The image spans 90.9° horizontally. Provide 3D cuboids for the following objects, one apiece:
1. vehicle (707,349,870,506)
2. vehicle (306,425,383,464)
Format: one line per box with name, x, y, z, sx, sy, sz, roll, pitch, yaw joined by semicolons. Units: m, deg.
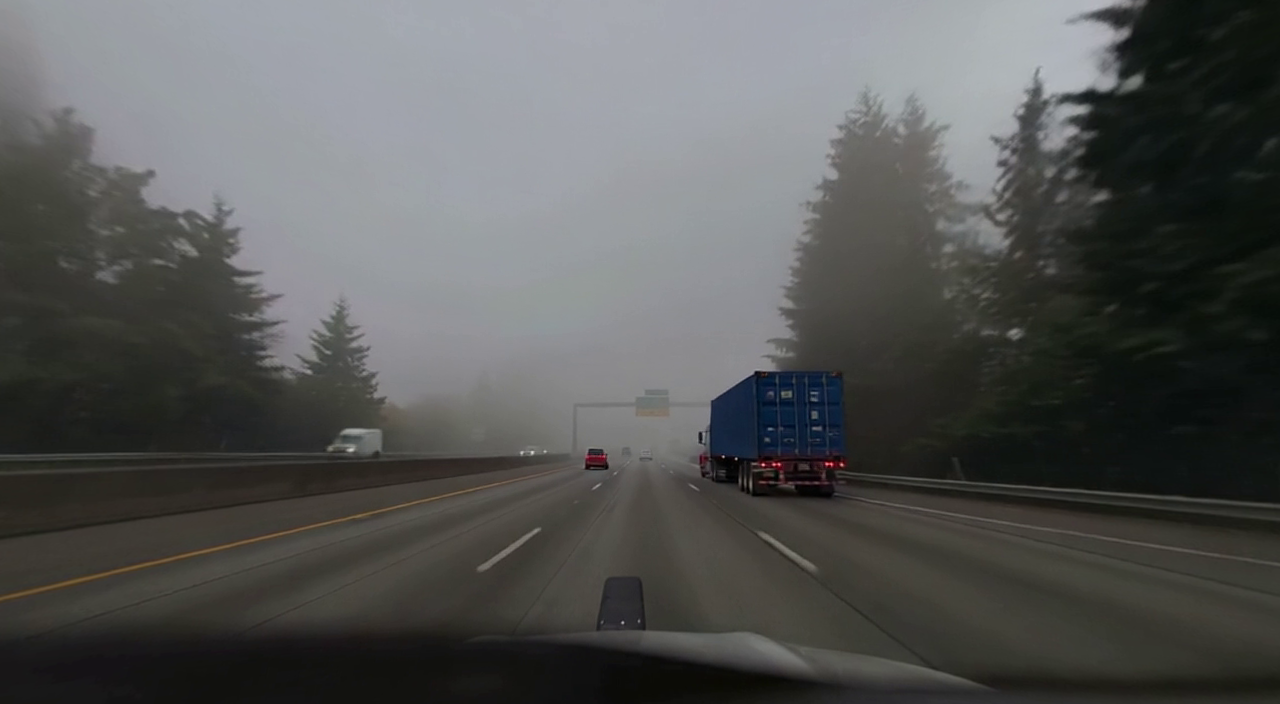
vehicle;4.487;2.935;22.757;2.821;4.046;12.876;0;-9;0
vehicle;-20.146;6.417;43.368;2.281;2.459;6.049;-1;-9;1
